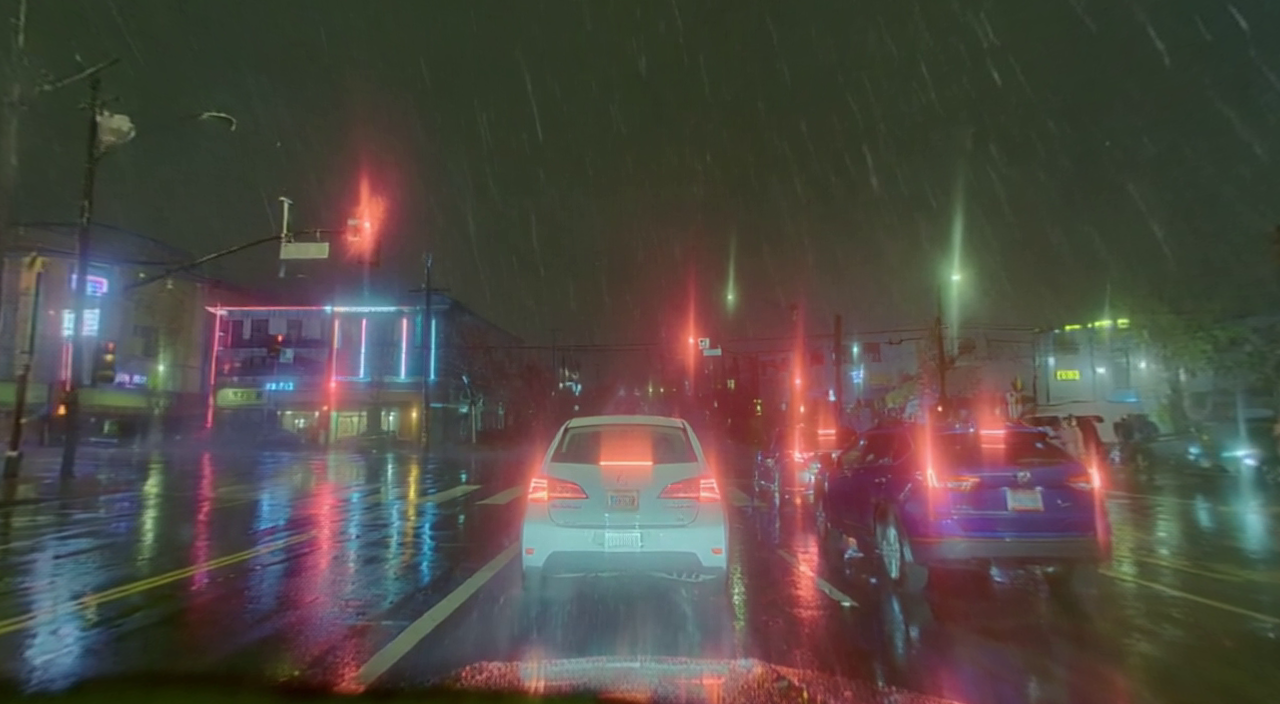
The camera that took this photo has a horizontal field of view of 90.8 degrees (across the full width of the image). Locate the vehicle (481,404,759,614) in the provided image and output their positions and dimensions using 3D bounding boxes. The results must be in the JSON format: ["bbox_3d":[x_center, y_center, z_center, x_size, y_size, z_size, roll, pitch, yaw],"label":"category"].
[{"bbox_3d":[-0.149,1.550,7.253,2.123,1.589,4.702,0,-8,0],"label":"vehicle"}]

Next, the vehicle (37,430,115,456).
[{"bbox_3d":[-40.341,6.536,45.209,5.003,1.799,2.066,-4,-9,23],"label":"vehicle"}]

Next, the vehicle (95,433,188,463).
[{"bbox_3d":[-27.587,5.312,34.950,4.253,1.570,2.132,-4,-9,23],"label":"vehicle"}]

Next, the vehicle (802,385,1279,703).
[{"bbox_3d":[3.018,1.314,5.444,1.983,1.654,4.354,0,-8,-1],"label":"vehicle"}]
